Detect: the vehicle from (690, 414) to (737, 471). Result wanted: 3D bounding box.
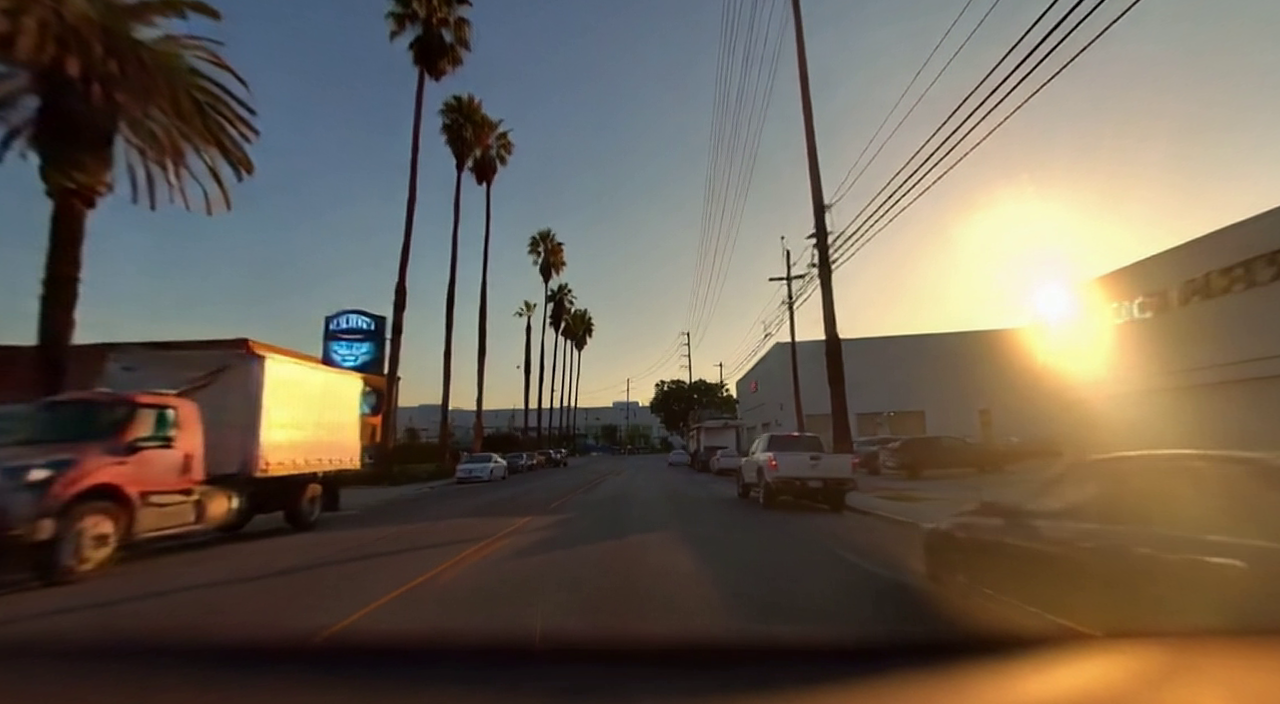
[{"bbox_3d":[5.164,6.639,46.018,2.933,3.697,10.065,-1,-9,4],"label":"vehicle"}]

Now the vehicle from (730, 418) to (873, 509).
[{"bbox_3d":[3.972,2.933,16.991,2.400,1.985,6.155,0,-9,2],"label":"vehicle"}]

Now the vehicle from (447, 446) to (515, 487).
[{"bbox_3d":[-7.394,5.324,29.771,1.936,1.632,4.145,-3,-8,3],"label":"vehicle"}]

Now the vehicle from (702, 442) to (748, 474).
[{"bbox_3d":[4.976,6.292,37.658,2.141,1.739,5.130,0,-9,1],"label":"vehicle"}]

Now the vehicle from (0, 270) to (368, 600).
[{"bbox_3d":[-7.849,1.431,10.362,2.941,3.418,7.738,-1,-9,3],"label":"vehicle"}]

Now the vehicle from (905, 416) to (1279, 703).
[{"bbox_3d":[3.531,1.158,3.465,2.143,1.483,4.601,0,-9,0],"label":"vehicle"}]
